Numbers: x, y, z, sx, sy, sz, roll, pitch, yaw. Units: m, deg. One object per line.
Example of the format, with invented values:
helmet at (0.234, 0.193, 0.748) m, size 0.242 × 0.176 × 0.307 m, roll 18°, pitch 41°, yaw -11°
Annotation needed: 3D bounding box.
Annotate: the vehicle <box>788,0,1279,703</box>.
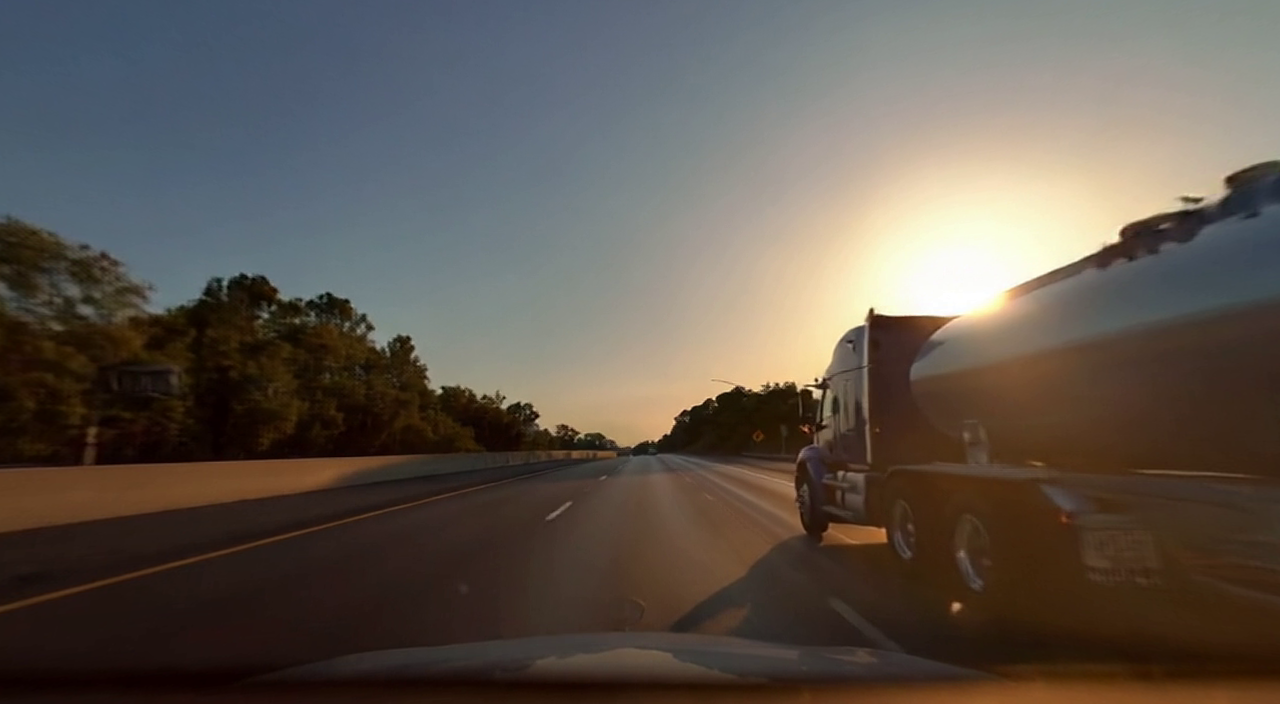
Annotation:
vehicle at (3.945, 0.363, 6.037) m, size 3.034 × 3.651 × 8.256 m, roll 0°, pitch -8°, yaw 0°
